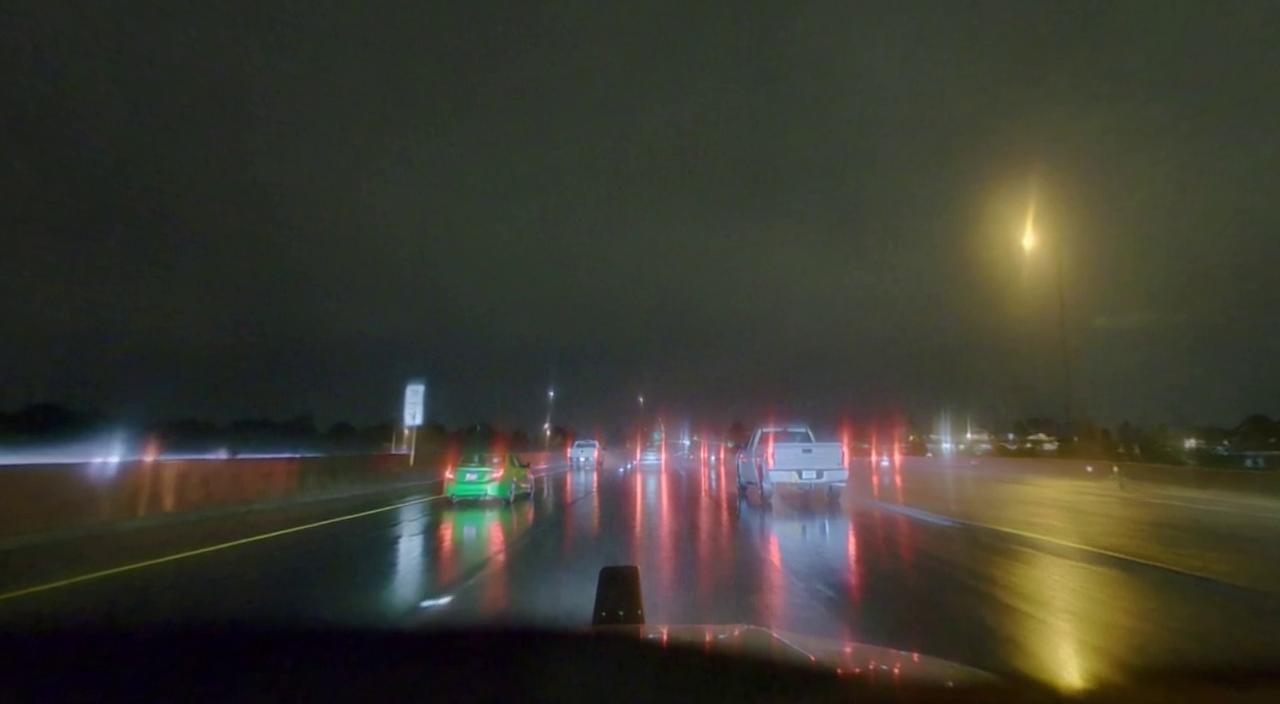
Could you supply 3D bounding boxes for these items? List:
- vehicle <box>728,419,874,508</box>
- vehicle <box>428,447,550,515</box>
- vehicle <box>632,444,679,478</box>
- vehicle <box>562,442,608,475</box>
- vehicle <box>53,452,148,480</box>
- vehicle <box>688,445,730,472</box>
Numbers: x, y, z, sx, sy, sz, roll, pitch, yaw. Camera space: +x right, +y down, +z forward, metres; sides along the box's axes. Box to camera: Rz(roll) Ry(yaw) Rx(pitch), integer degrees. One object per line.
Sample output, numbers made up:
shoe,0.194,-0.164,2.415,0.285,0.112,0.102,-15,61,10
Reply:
vehicle,3.933,2.876,16.682,2.340,1.925,5.529,0,-9,-1
vehicle,-3.586,3.120,15.809,1.947,1.424,4.264,0,-9,1
vehicle,0.727,5.347,31.171,2.147,1.572,4.094,0,-9,0
vehicle,-3.144,6.189,36.844,2.176,1.783,4.799,0,-9,1
vehicle,-34.139,7.224,40.069,1.899,1.593,4.669,0,-9,0
vehicle,4.413,6.875,40.936,2.145,1.636,4.437,0,-9,-1
